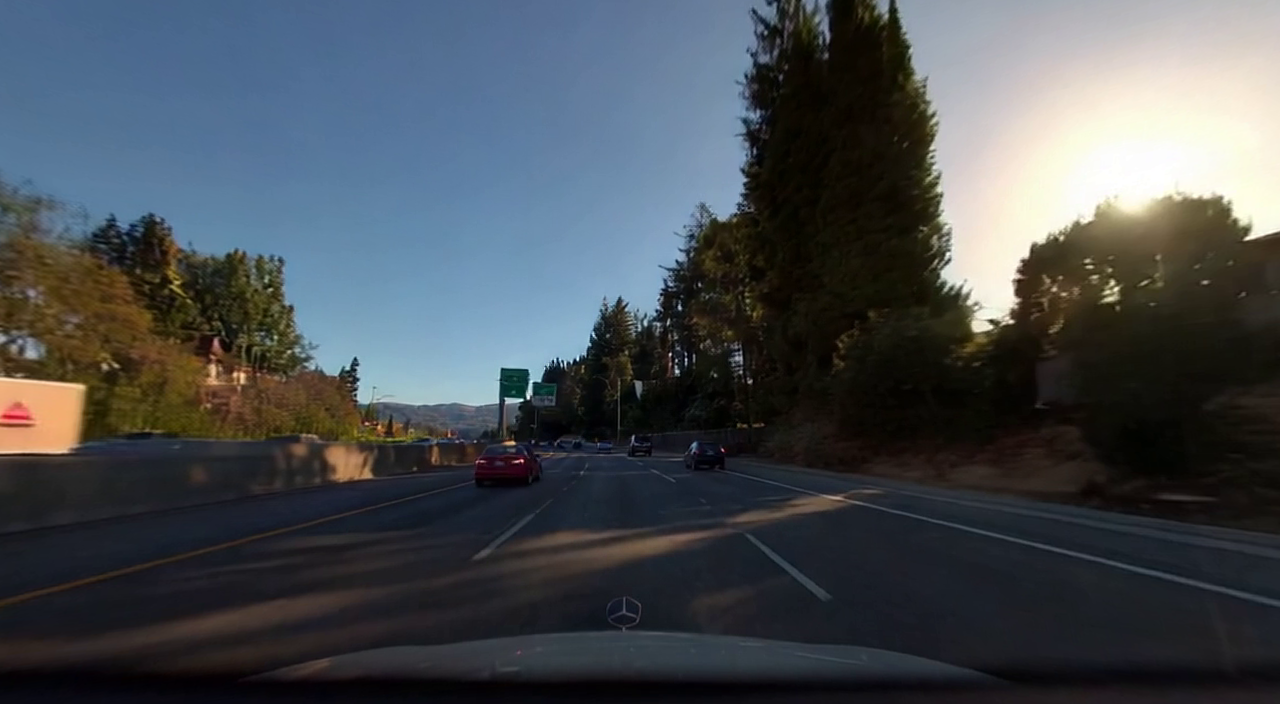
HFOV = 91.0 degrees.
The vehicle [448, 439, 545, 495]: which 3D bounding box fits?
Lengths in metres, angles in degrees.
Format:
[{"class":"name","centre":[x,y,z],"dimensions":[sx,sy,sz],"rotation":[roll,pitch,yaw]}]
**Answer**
[{"class":"vehicle","centre":[-4.272,3.479,19.457],"dimensions":[2.036,1.528,4.400],"rotation":[0,-9,-1]}]

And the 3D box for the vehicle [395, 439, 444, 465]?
[{"class":"vehicle","centre":[-13.121,5.994,37.737],"dimensions":[1.639,1.454,3.672],"rotation":[0,-9,-1]}]

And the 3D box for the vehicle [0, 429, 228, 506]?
[{"class":"vehicle","centre":[-12.128,2.536,14.291],"dimensions":[2.295,1.425,4.766],"rotation":[0,-9,1]}]

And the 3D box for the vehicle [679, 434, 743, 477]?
[{"class":"vehicle","centre":[2.916,4.386,26.879],"dimensions":[2.092,1.686,4.188],"rotation":[0,-9,-2]}]

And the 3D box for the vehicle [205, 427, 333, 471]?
[{"class":"vehicle","centre":[-16.676,4.421,28.791],"dimensions":[2.316,1.817,5.908],"rotation":[0,-9,-1]}]
